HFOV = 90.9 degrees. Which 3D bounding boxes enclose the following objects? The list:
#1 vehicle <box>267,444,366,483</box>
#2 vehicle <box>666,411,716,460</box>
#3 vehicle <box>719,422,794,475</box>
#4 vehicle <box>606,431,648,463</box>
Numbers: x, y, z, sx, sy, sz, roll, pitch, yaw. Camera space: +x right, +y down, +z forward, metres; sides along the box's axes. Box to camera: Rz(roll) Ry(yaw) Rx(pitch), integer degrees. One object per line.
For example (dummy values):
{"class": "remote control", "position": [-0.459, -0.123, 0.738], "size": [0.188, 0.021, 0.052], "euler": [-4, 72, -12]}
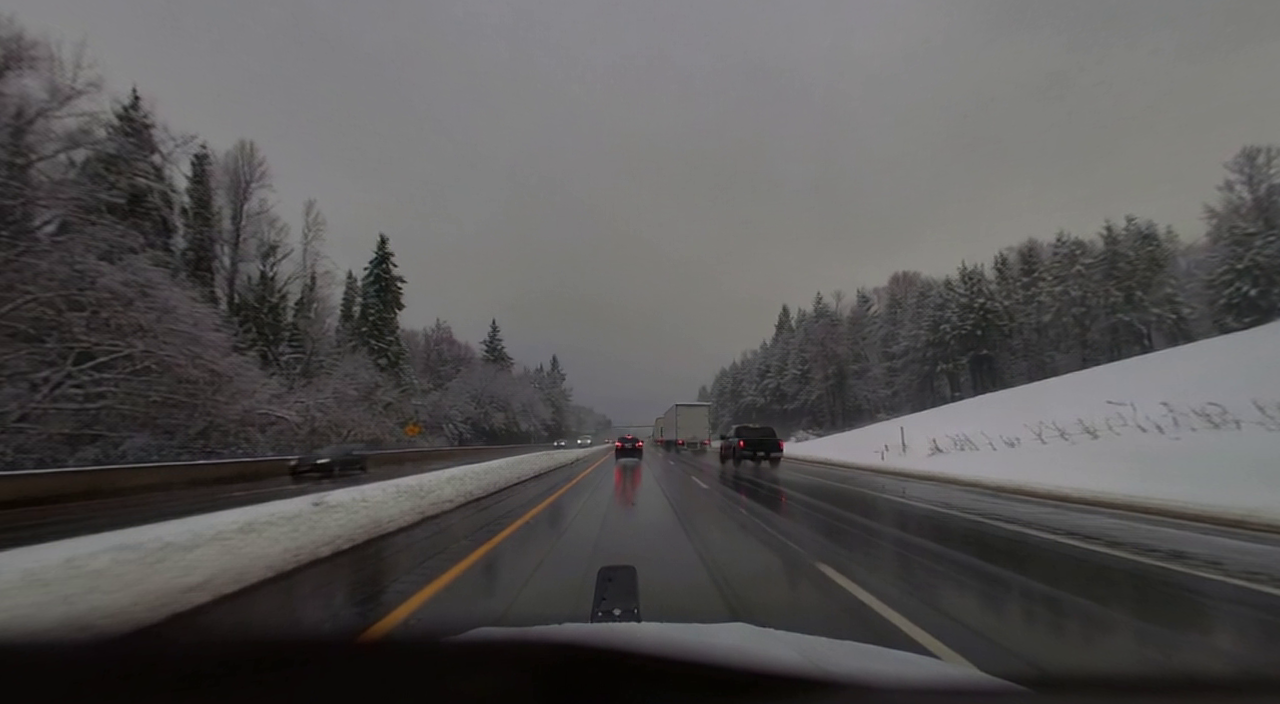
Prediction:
{"class": "vehicle", "position": [-14.094, 4.864, 27.778], "size": [2.107, 1.498, 4.226], "euler": [0, -8, 0]}
{"class": "vehicle", "position": [3.348, 5.734, 43.449], "size": [2.728, 3.053, 7.708], "euler": [0, -8, 0]}
{"class": "vehicle", "position": [4.466, 3.749, 24.882], "size": [2.073, 1.905, 4.023], "euler": [0, -8, -1]}
{"class": "vehicle", "position": [-0.721, 5.220, 34.894], "size": [2.206, 1.681, 4.111], "euler": [0, -8, -1]}
